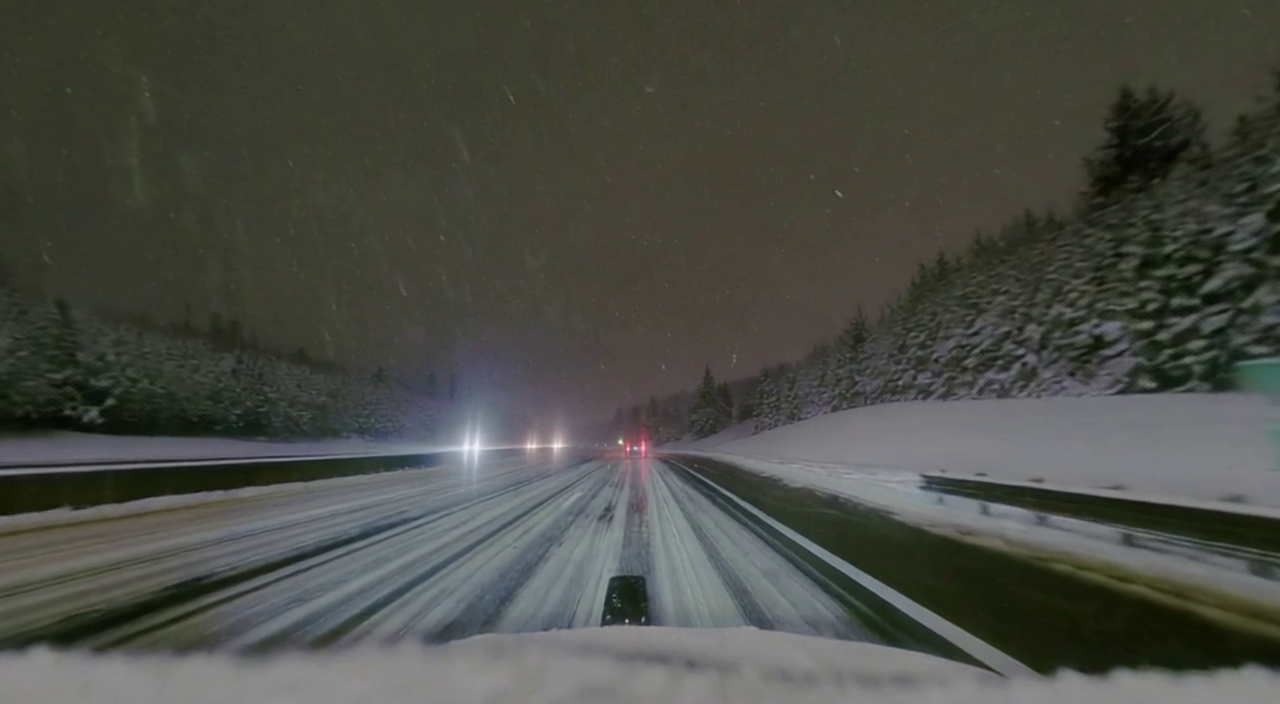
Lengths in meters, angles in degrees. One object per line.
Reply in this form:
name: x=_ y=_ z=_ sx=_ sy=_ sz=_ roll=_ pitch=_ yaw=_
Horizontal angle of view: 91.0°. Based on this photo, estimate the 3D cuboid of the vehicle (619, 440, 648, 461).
vehicle: x=-0.487 y=7.530 z=48.134 sx=2.083 sy=1.524 sz=4.251 roll=0 pitch=-8 yaw=0
